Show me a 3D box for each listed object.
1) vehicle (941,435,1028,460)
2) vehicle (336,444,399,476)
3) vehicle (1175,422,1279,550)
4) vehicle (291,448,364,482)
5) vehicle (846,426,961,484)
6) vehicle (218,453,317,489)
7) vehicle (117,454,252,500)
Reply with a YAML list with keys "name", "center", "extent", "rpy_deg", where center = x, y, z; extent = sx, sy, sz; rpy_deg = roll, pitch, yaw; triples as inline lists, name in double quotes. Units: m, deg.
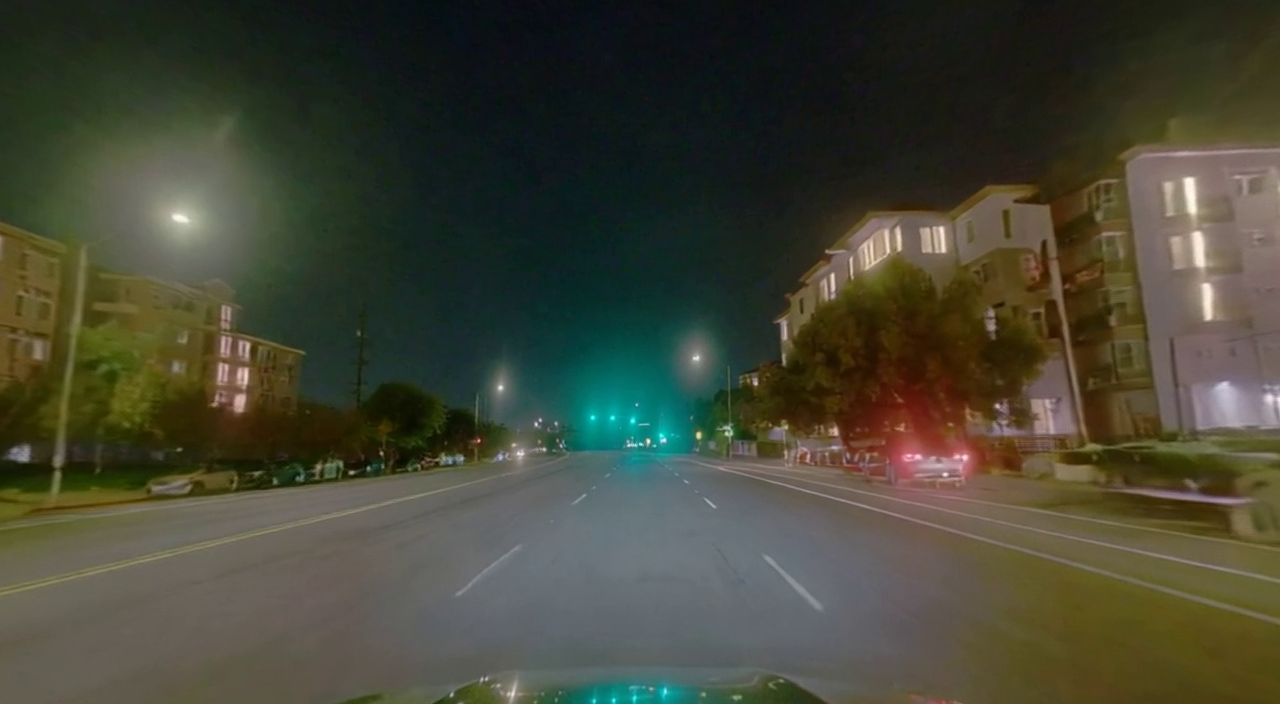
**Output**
- name: "vehicle"
  center: [24.838, 6.875, 45.539]
  extent: [5.054, 1.694, 1.958]
  rpy_deg: [0, -8, 0]
- name: "vehicle"
  center: [-17.535, 6.931, 40.818]
  extent: [2.099, 1.917, 4.720]
  rpy_deg: [0, -8, -3]
- name: "vehicle"
  center: [9.783, 1.664, 7.480]
  extent: [2.159, 1.734, 5.384]
  rpy_deg: [0, -9, 0]
- name: "vehicle"
  center: [-17.188, 6.174, 34.930]
  extent: [1.859, 1.694, 4.638]
  rpy_deg: [-1, -8, -2]
- name: "vehicle"
  center: [9.955, 3.955, 24.370]
  extent: [2.091, 1.962, 5.091]
  rpy_deg: [1, -9, -2]
- name: "vehicle"
  center: [-17.029, 5.432, 29.130]
  extent: [1.807, 1.466, 4.693]
  rpy_deg: [-1, -8, -2]
- name: "vehicle"
  center: [-17.061, 4.684, 23.950]
  extent: [1.891, 1.474, 4.437]
  rpy_deg: [-1, -8, -2]
